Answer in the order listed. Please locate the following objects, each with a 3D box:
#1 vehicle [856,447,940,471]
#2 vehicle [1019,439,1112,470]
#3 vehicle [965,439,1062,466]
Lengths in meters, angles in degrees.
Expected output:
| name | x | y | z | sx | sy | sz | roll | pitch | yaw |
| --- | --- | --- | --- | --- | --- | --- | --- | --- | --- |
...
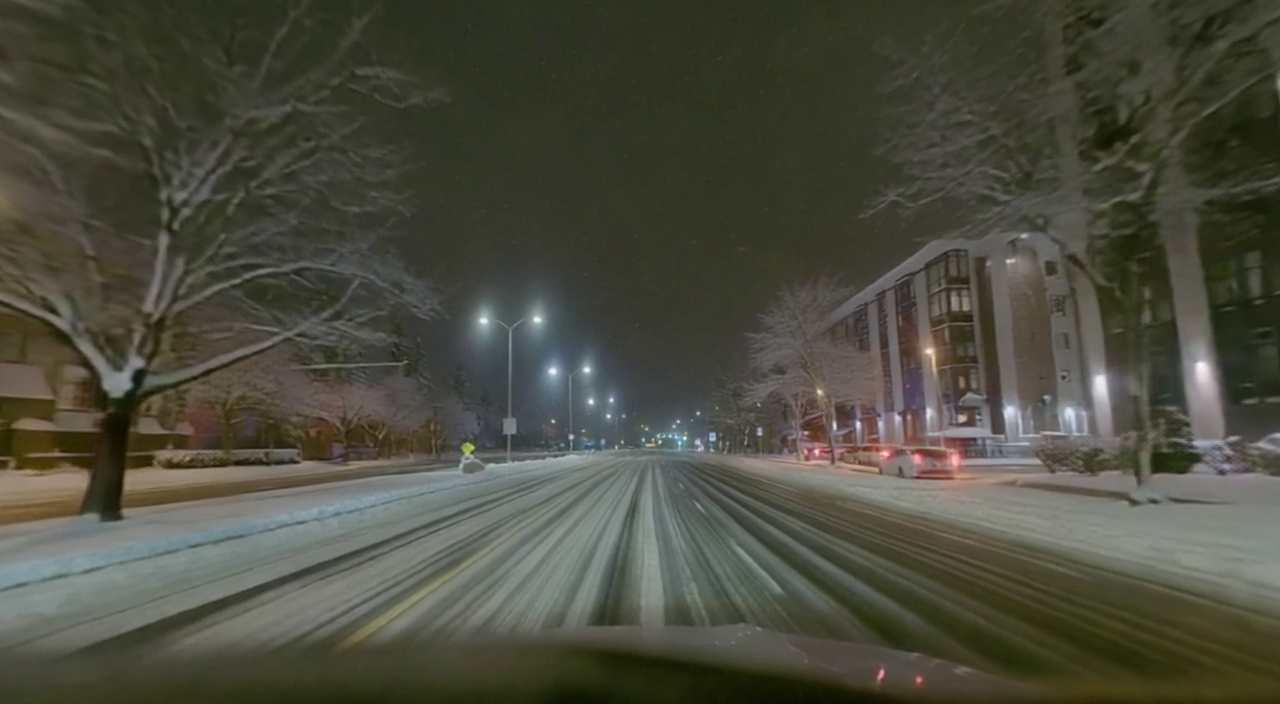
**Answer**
| name | x | y | z | sx | sy | sz | roll | pitch | yaw |
| --- | --- | --- | --- | --- | --- | --- | --- | --- | --- |
| vehicle | 15.886 | 6.606 | 38.948 | 4.331 | 1.469 | 2.008 | -1 | -9 | 3 |
| vehicle | 28.033 | 6.759 | 41.524 | 4.627 | 1.659 | 1.882 | -4 | -7 | 2 |
| vehicle | 27.555 | 7.435 | 46.587 | 5.663 | 1.895 | 2.229 | -1 | -8 | 4 |
